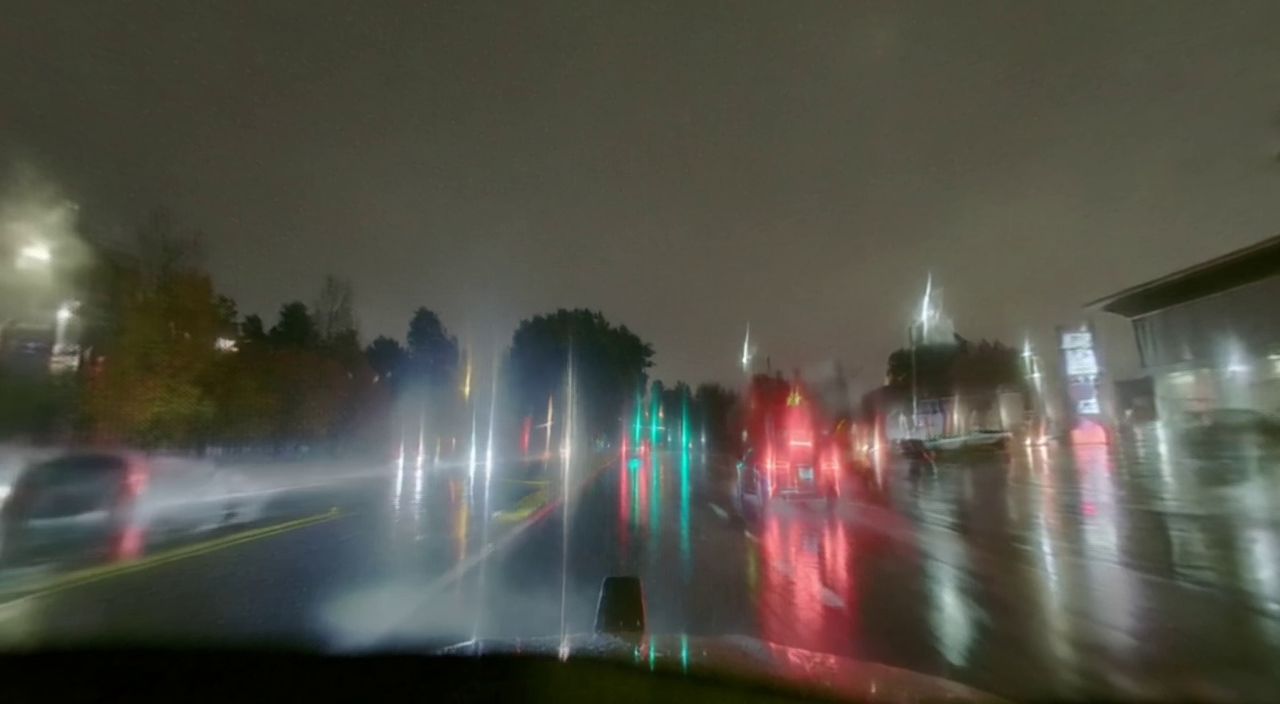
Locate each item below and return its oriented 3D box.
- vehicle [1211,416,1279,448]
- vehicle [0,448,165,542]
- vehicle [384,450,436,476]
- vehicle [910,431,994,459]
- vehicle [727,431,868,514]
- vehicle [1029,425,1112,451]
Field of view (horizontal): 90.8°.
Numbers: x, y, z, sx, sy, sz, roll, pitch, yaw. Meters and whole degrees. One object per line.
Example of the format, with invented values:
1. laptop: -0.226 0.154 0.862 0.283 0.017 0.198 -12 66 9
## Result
1. vehicle: 39.263 5.053 39.894 4.356 1.913 2.003 0 -8 -2
2. vehicle: -12.440 2.771 12.671 2.044 1.631 4.777 0 -8 0
3. vehicle: -16.662 8.011 46.004 2.032 1.728 4.633 0 -8 0
4. vehicle: 19.979 5.943 40.559 4.376 1.735 1.854 0 -8 -2
5. vehicle: 3.456 2.739 14.933 1.995 1.616 4.729 0 -8 -2
6. vehicle: 32.350 6.456 47.548 4.597 1.886 2.143 0 -8 0
